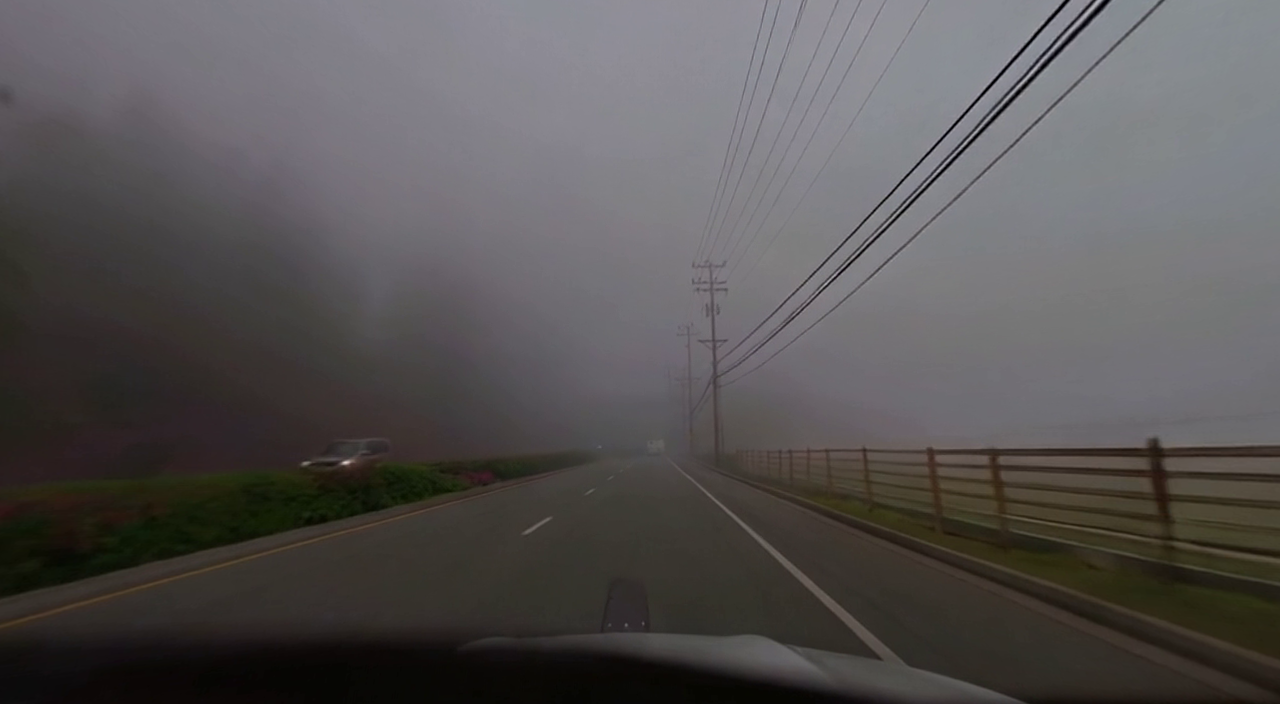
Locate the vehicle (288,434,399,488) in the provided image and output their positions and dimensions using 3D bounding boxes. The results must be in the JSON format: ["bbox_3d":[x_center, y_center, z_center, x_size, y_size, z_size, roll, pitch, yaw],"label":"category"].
[{"bbox_3d":[-11.000,4.054,23.790,2.044,1.815,4.244,0,-8,1],"label":"vehicle"}]
